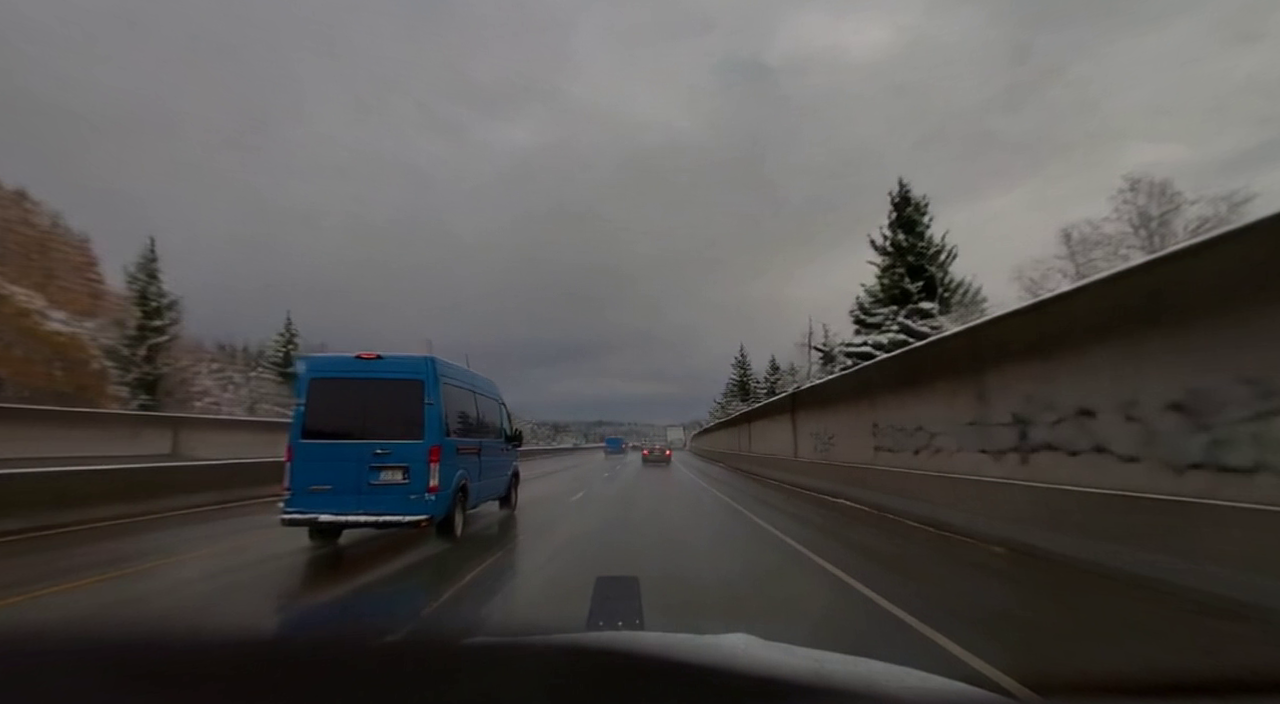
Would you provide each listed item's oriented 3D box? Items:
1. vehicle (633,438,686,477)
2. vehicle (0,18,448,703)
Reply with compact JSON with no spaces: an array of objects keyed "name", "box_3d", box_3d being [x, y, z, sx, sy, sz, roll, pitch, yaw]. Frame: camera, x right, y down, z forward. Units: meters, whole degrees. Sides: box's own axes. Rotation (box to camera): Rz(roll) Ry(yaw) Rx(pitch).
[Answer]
[{"name":"vehicle","box_3d":[0.783,4.356,26.323,2.071,1.487,3.948,0,-8,1]},{"name":"vehicle","box_3d":[-3.421,0.444,4.731,2.334,2.769,5.087,0,-8,-1]}]
